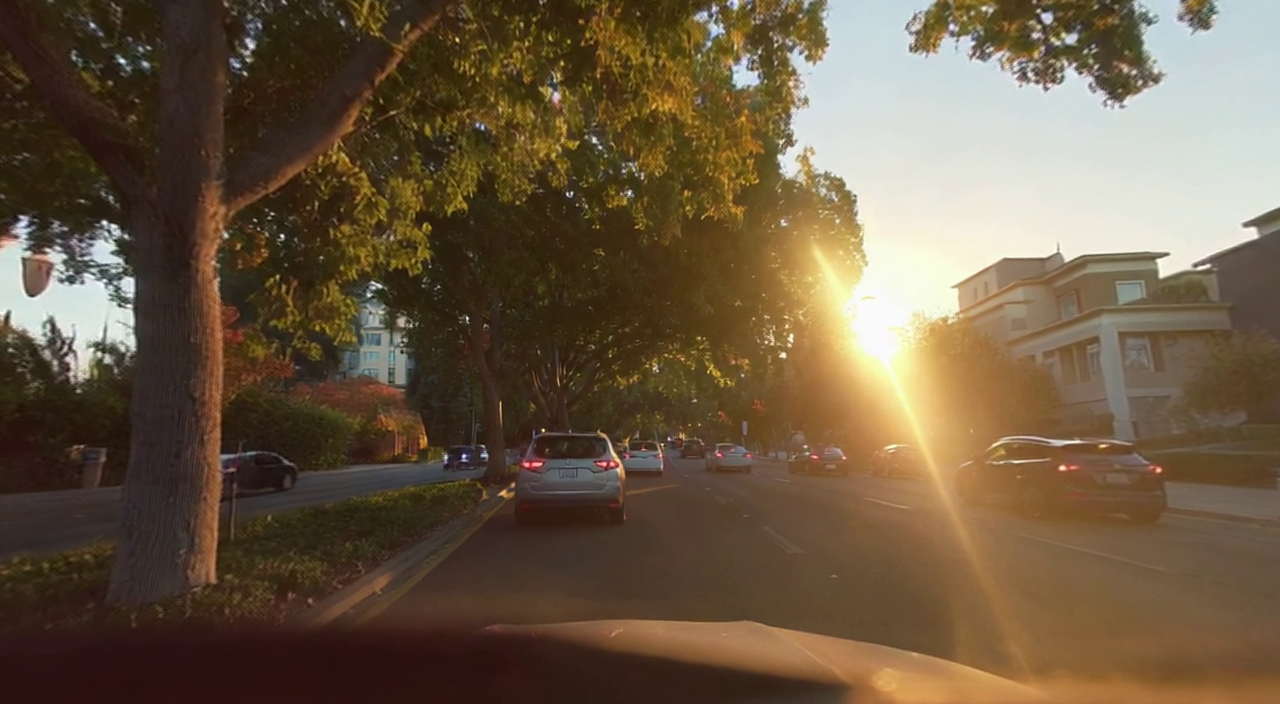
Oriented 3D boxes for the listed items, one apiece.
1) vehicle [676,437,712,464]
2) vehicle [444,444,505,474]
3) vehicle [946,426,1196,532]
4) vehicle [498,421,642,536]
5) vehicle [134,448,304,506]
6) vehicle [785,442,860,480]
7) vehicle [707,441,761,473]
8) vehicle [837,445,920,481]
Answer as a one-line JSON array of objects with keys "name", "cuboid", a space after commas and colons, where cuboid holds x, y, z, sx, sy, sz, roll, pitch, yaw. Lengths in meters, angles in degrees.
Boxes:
[{"name": "vehicle", "cuboid": [3.844, 7.147, 45.989, 2.114, 1.846, 4.659, 0, -8, -1]}, {"name": "vehicle", "cuboid": [-8.569, 5.560, 33.084, 1.966, 1.489, 4.099, 0, -8, 1]}, {"name": "vehicle", "cuboid": [8.143, 2.408, 12.596, 2.168, 1.709, 4.289, -1, -8, 5]}, {"name": "vehicle", "cuboid": [-1.212, 2.139, 11.247, 2.106, 1.655, 3.717, 1, -8, -6]}, {"name": "vehicle", "cuboid": [-12.243, 3.612, 18.804, 1.981, 1.463, 4.395, 0, -8, 1]}, {"name": "vehicle", "cuboid": [7.630, 4.586, 26.882, 1.977, 1.485, 4.308, 0, -8, 1]}, {"name": "vehicle", "cuboid": [4.683, 5.309, 32.241, 2.175, 1.477, 4.520, 0, -8, 2]}, {"name": "vehicle", "cuboid": [10.598, 4.942, 28.509, 1.894, 1.469, 4.775, 0, -8, 0]}]
